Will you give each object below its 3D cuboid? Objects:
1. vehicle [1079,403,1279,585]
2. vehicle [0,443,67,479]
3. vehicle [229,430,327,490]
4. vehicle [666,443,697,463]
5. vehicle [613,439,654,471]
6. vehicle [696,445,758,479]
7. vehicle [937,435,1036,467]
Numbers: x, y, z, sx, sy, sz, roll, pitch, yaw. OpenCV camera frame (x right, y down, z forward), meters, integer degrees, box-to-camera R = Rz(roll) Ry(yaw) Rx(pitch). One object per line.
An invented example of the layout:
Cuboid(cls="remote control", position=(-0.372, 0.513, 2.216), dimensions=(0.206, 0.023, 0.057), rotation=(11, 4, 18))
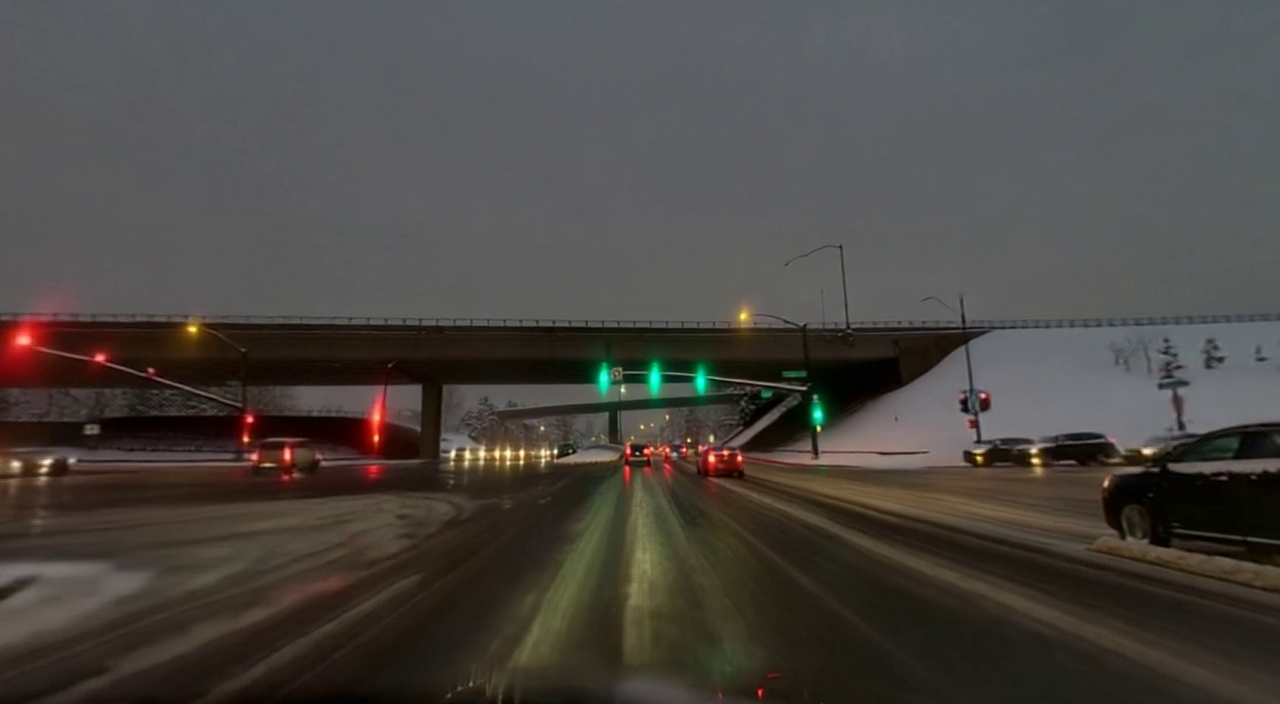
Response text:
Cuboid(cls="vehicle", position=(6.847, 1.376, 6.222), dimensions=(1.964, 1.647, 4.114), rotation=(0, -9, 0))
Cuboid(cls="vehicle", position=(-34.738, 5.947, 34.412), dimensions=(5.302, 1.847, 2.233), rotation=(-2, -9, 16))
Cuboid(cls="vehicle", position=(-14.240, 4.145, 24.519), dimensions=(2.485, 2.012, 5.498), rotation=(7, -11, -37))
Cuboid(cls="vehicle", position=(3.284, 8.050, 49.968), dimensions=(2.119, 1.509, 4.495), rotation=(0, -9, 0))
Cuboid(cls="vehicle", position=(-0.354, 5.764, 35.313), dimensions=(2.172, 1.694, 4.055), rotation=(0, -9, 0))
Cuboid(cls="vehicle", position=(3.815, 4.900, 28.311), dimensions=(2.156, 1.404, 4.120), rotation=(0, -9, -1))
Cuboid(cls="vehicle", position=(20.245, 5.863, 36.915), dimensions=(4.638, 1.694, 2.079), rotation=(-5, -12, 19))
